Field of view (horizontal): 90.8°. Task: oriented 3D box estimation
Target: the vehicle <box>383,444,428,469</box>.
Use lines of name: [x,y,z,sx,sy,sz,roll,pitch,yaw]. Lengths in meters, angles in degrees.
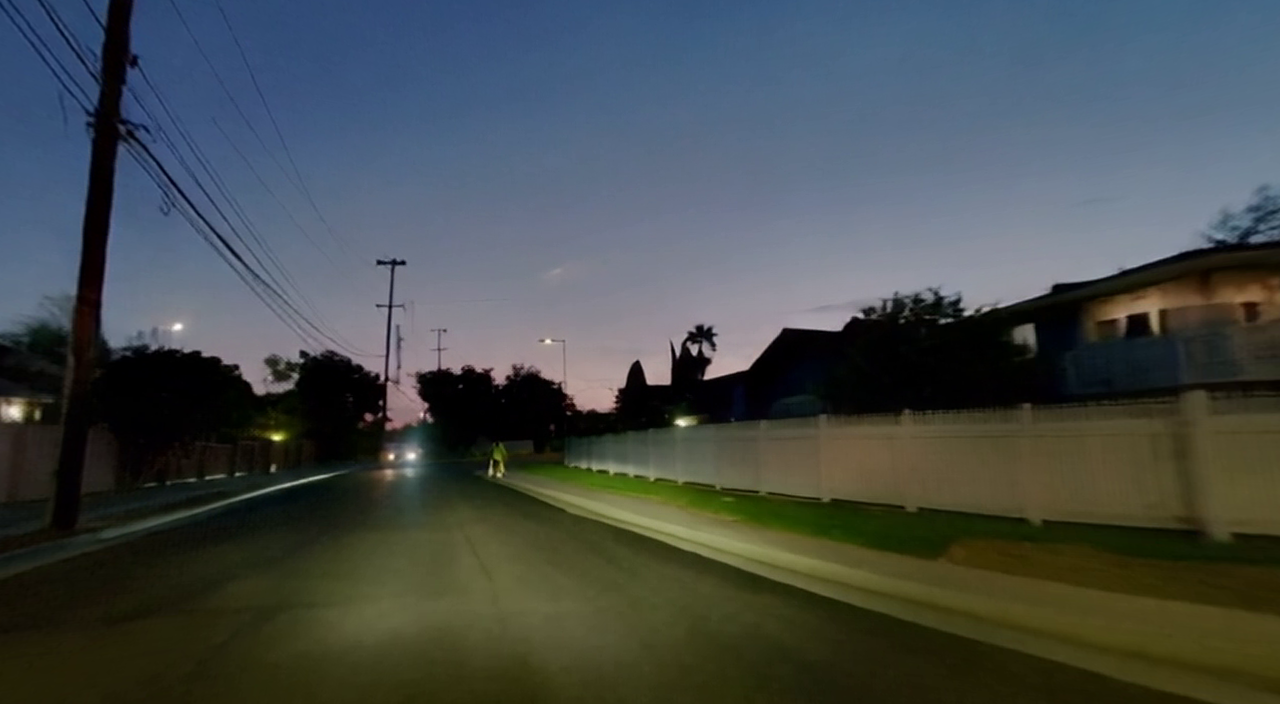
vehicle: [-17.498,7.823,47.361,2.208,1.758,4.529,1,-8,-8]
